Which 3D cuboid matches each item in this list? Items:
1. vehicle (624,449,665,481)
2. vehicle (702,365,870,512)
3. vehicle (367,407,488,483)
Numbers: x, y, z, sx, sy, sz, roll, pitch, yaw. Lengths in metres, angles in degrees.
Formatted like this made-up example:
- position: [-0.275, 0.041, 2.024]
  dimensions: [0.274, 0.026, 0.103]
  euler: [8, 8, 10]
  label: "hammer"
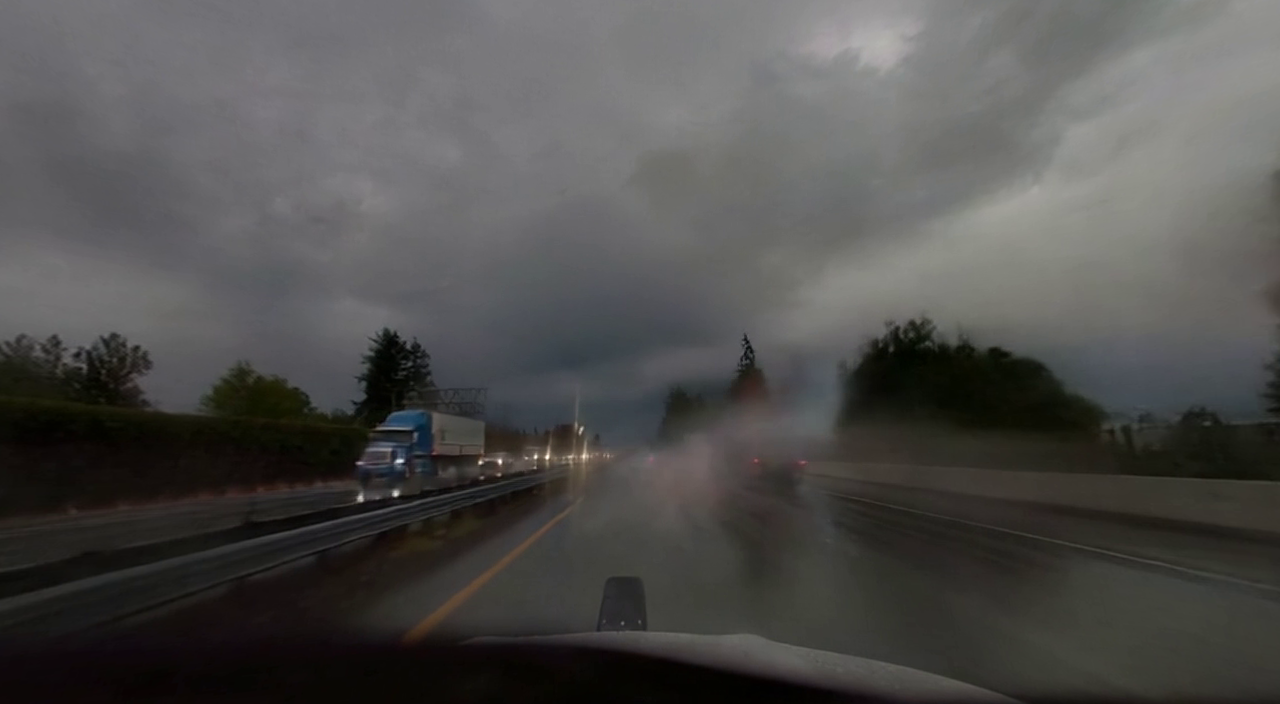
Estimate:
- position: [0.199, 5.620, 31.512]
  dimensions: [1.939, 1.495, 3.612]
  euler: [0, -9, -1]
  label: "vehicle"
- position: [4.253, 3.105, 21.966]
  dimensions: [2.885, 3.679, 12.102]
  euler: [0, -9, 0]
  label: "vehicle"
- position: [-13.011, 6.078, 40.716]
  dimensions: [2.923, 3.978, 14.760]
  euler: [0, -9, -1]
  label: "vehicle"
